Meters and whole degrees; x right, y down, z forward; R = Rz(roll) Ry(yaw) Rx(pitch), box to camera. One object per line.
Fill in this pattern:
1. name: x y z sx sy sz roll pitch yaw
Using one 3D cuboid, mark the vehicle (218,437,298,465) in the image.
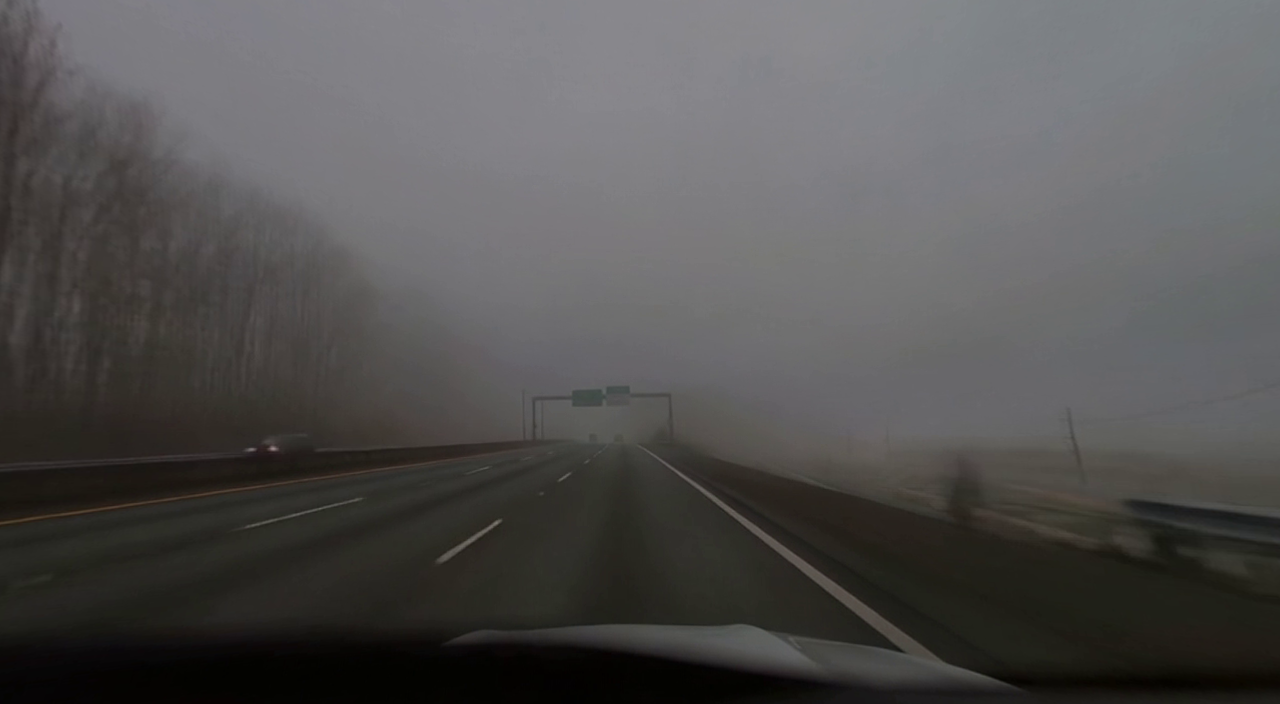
1. vehicle: -21.799 5.639 36.102 1.874 1.511 4.431 0 -8 -1
